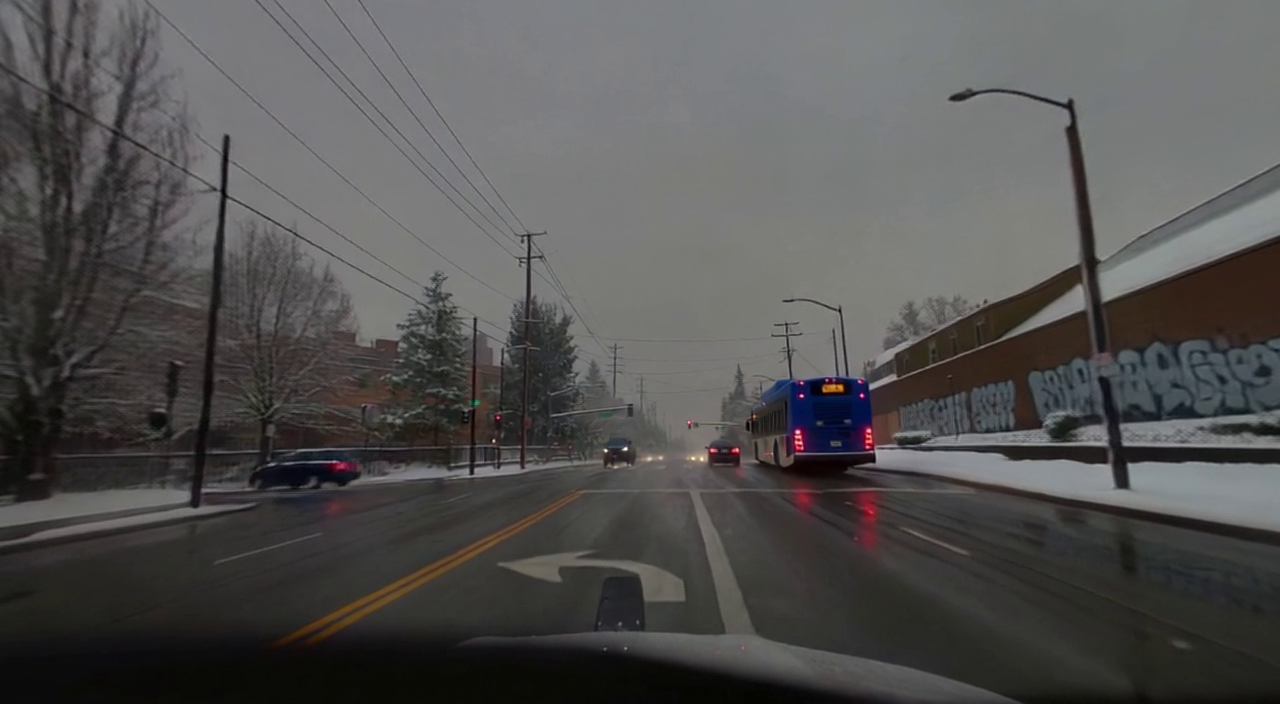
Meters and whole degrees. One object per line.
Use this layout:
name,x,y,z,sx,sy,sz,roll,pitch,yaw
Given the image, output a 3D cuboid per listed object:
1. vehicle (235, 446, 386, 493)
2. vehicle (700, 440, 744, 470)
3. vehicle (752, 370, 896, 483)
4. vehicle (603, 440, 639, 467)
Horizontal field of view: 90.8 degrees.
vehicle,-11.759,4.175,22.681,4.420,1.544,2.018,-2,-9,11
vehicle,4.267,5.393,33.322,1.961,1.470,4.196,-1,-8,3
vehicle,6.772,3.214,25.820,3.045,3.447,12.604,-1,-8,5
vehicle,-1.271,7.100,44.339,2.015,1.818,4.061,-1,-8,6
